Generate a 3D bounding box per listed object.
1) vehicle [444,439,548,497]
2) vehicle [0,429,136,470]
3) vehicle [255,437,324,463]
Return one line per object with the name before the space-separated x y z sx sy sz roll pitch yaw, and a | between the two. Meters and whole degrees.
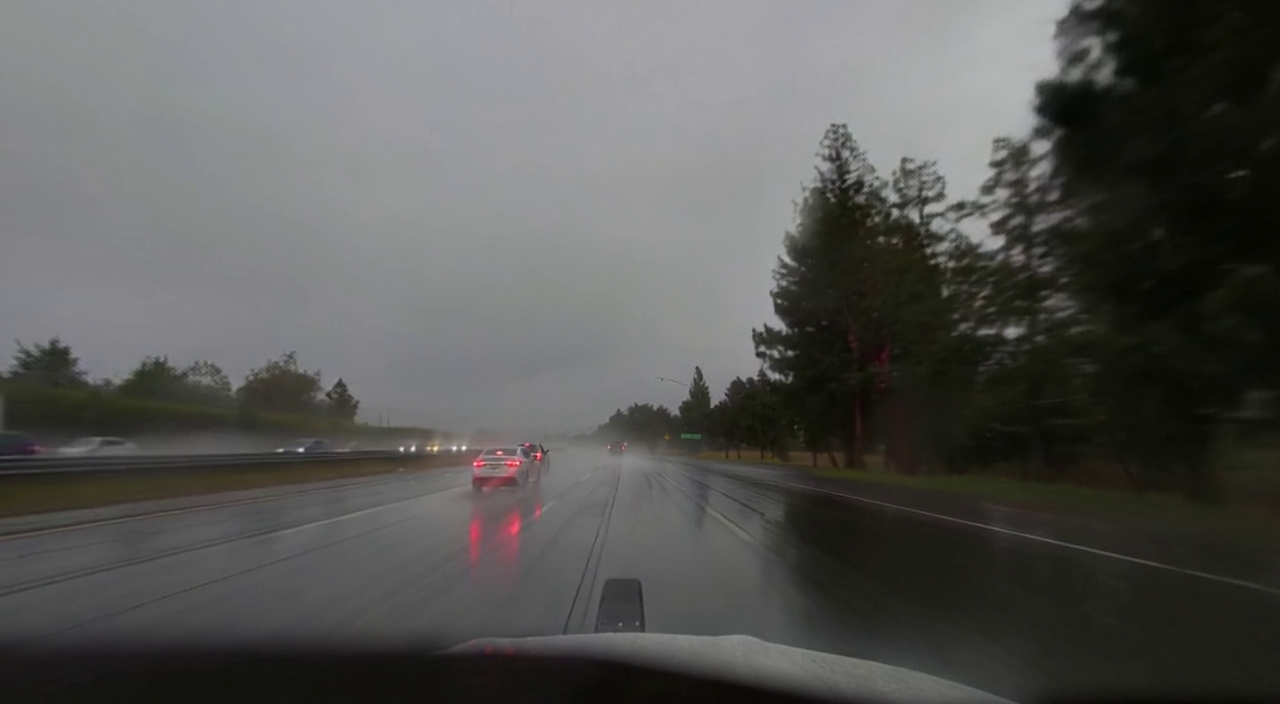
vehicle | -4.170 3.453 19.168 2.073 1.516 4.478 0 -9 0
vehicle | -28.944 4.931 31.961 2.204 1.872 5.773 0 -9 -1
vehicle | -25.820 7.235 46.807 2.077 1.770 5.488 0 -9 -1
